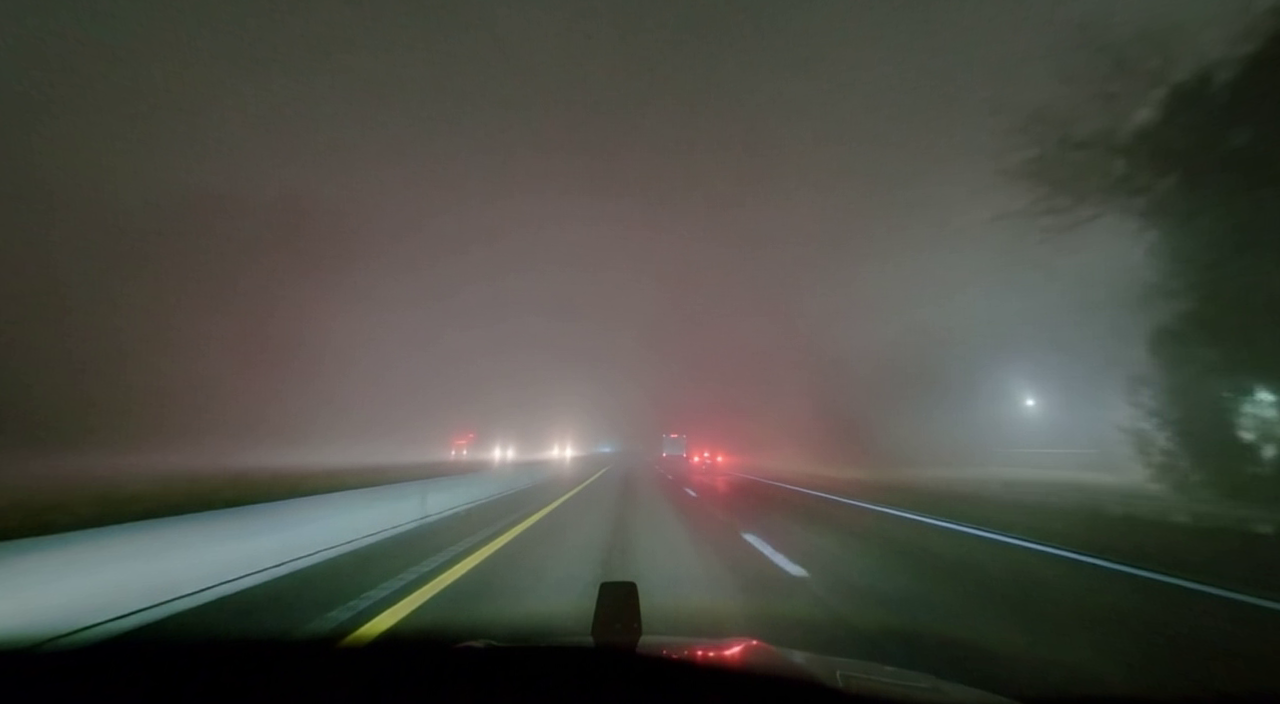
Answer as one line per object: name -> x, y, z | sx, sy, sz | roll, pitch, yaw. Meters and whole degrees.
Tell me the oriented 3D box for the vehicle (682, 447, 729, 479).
vehicle -> 3.242, 5.530, 31.584 | 1.836, 1.459, 3.766 | 0, -9, -2
